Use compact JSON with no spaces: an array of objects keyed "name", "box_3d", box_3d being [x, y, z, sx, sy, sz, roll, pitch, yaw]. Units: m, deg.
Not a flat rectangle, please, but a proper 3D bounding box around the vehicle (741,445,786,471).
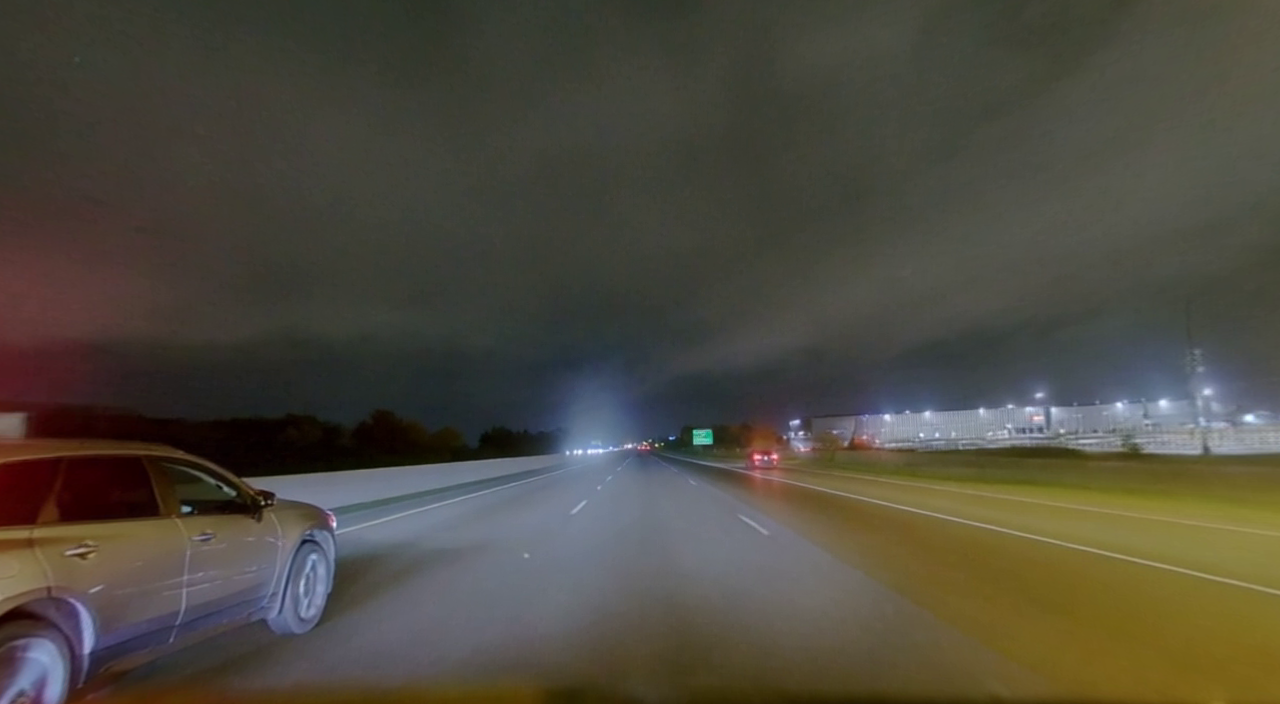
[{"name":"vehicle","box_3d":[7.537,6.518,38.882,1.923,1.516,3.815,0,-9,-1]}]
